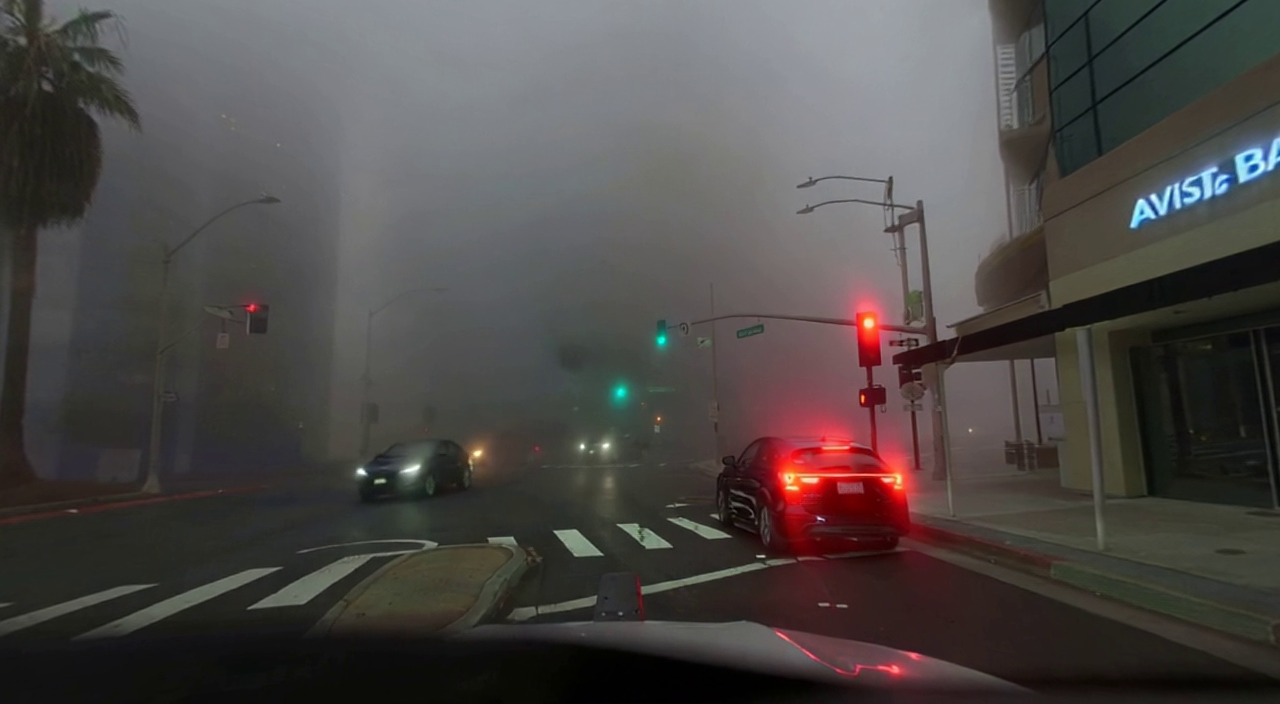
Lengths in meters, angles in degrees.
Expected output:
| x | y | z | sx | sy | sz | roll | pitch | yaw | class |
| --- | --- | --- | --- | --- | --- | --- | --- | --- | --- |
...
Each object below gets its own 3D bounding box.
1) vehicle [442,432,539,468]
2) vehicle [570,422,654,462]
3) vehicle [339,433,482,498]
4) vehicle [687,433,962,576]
| x | y | z | sx | sy | sz | roll | pitch | yaw | class |
| --- | --- | --- | --- | --- | --- | --- | --- | --- | --- |
| -8.122 | 5.376 | 34.852 | 2.029 | 1.822 | 5.090 | -6 | -10 | 35 | vehicle |
| -1.408 | 4.943 | 34.684 | 2.190 | 1.964 | 5.614 | -4 | -9 | 26 | vehicle |
| -5.879 | 2.957 | 16.866 | 2.052 | 1.478 | 4.395 | 0 | -8 | 2 | vehicle |
| 2.144 | 1.948 | 9.056 | 2.090 | 1.466 | 4.676 | 1 | -8 | -6 | vehicle |
